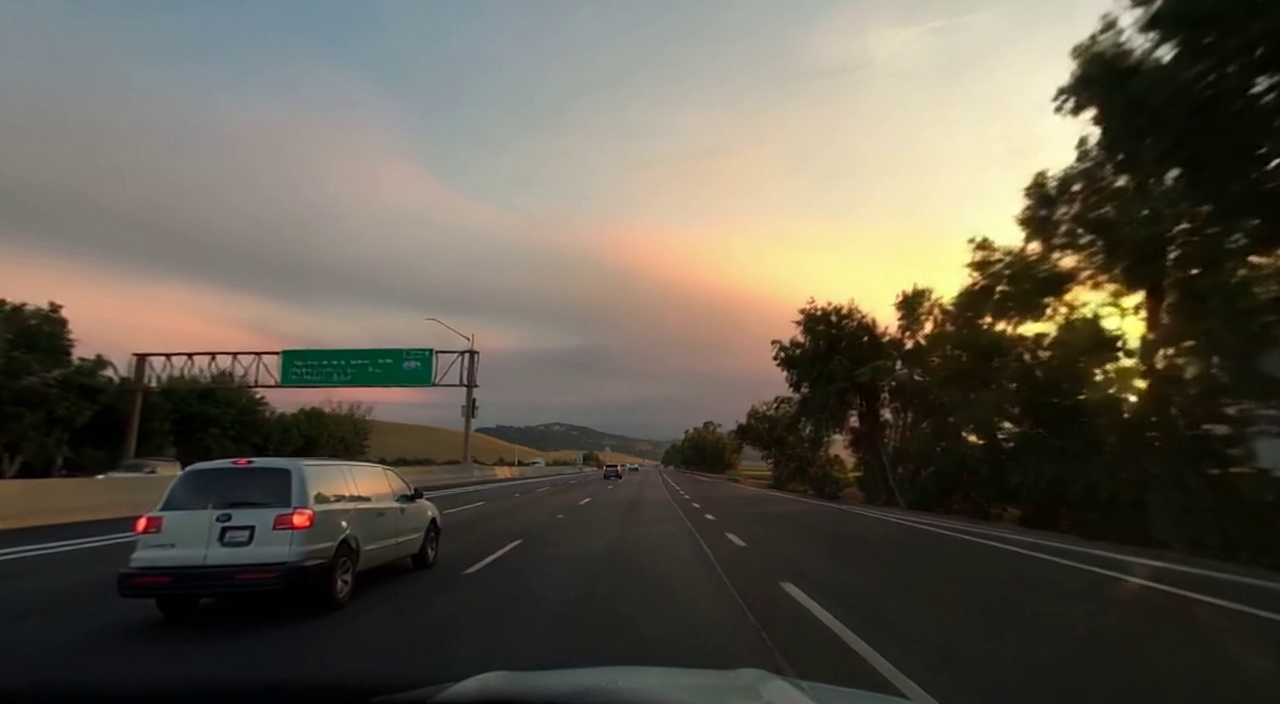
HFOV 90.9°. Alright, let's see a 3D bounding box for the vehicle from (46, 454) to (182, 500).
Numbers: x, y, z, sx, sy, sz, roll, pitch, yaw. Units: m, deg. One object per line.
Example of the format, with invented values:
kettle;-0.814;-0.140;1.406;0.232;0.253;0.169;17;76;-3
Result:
vehicle;-22.467;5.360;27.200;1.906;1.774;4.441;1;-10;1
